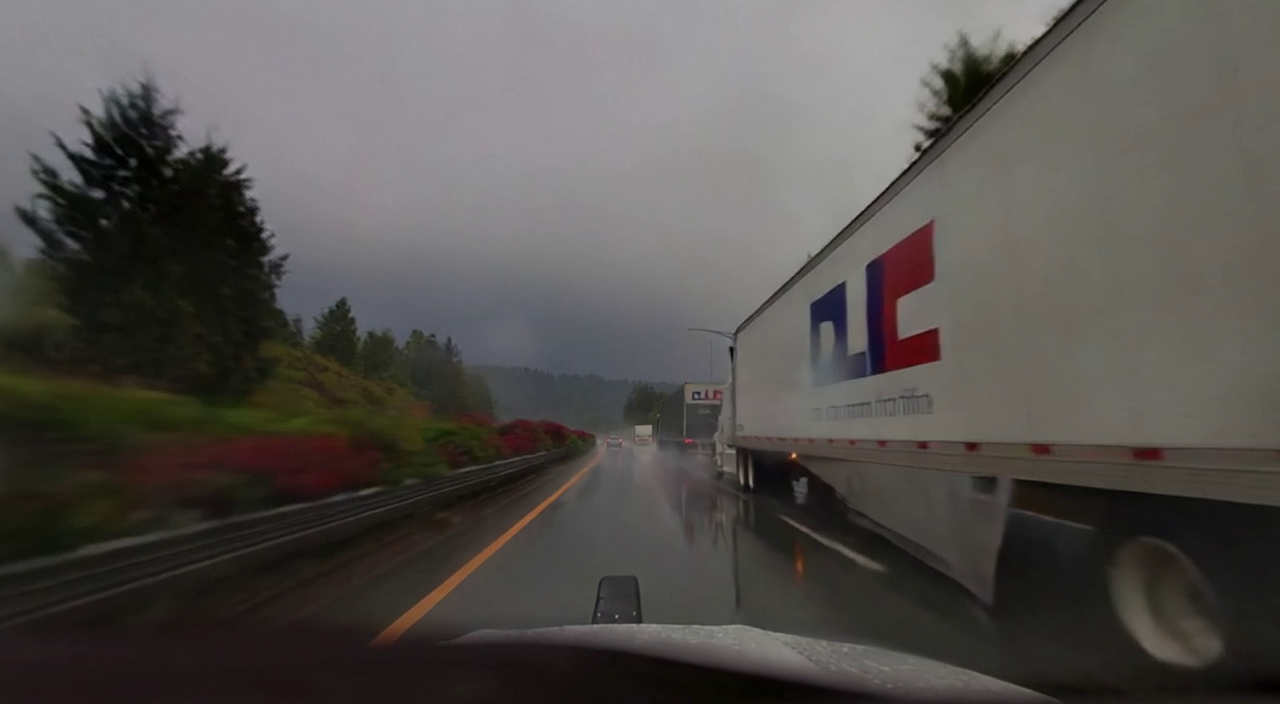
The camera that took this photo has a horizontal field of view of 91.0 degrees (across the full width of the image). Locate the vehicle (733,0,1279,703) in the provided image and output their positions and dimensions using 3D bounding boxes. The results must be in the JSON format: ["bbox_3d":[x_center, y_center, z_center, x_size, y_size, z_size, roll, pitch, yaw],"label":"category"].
[{"bbox_3d":[3.933,0.363,8.373,2.863,4.031,14.678,0,-8,-1],"label":"vehicle"}]

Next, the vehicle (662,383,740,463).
[{"bbox_3d":[3.359,4.590,39.160,2.871,4.072,14.183,0,-8,-2],"label":"vehicle"}]
